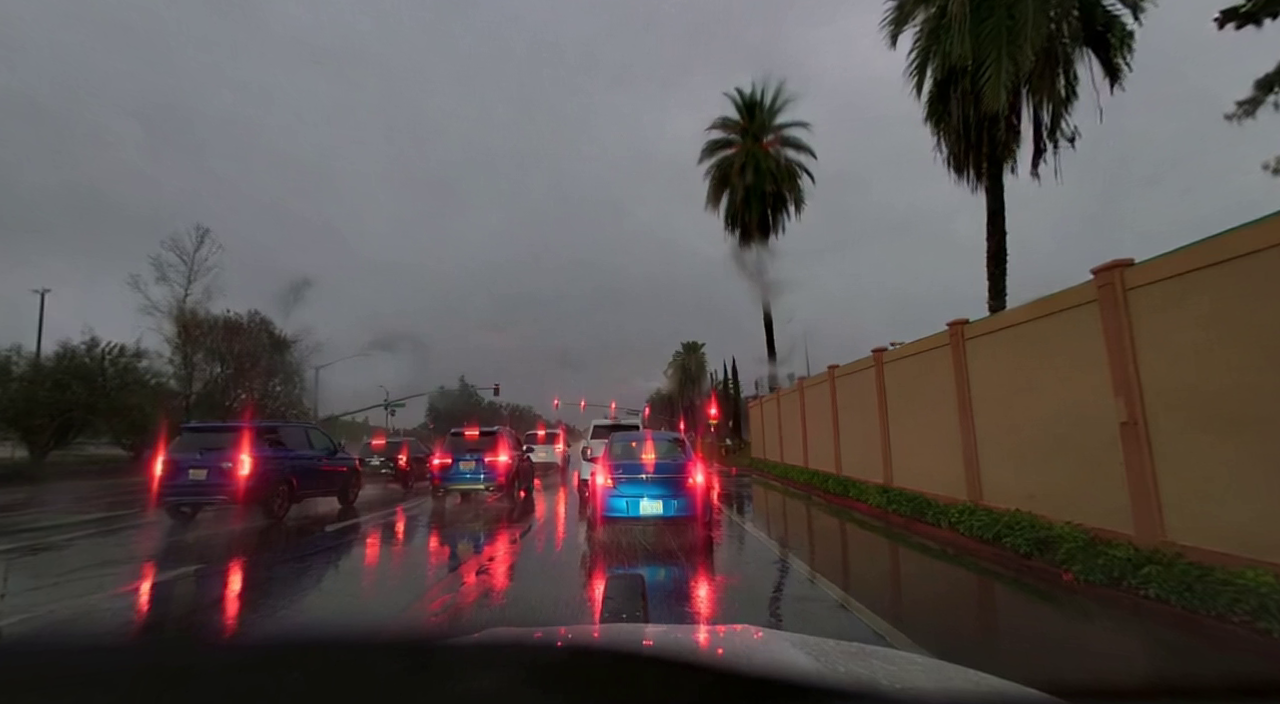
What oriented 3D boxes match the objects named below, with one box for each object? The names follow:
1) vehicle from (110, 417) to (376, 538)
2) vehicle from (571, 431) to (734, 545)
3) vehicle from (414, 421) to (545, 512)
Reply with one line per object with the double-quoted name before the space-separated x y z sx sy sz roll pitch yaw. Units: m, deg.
"vehicle" -6.675 2.139 11.386 1.963 1.721 4.467 0 -8 -2
"vehicle" 0.080 2.101 10.452 2.128 1.473 4.272 0 -8 -2
"vehicle" -3.442 2.552 14.454 2.007 1.746 4.136 0 -8 -2
